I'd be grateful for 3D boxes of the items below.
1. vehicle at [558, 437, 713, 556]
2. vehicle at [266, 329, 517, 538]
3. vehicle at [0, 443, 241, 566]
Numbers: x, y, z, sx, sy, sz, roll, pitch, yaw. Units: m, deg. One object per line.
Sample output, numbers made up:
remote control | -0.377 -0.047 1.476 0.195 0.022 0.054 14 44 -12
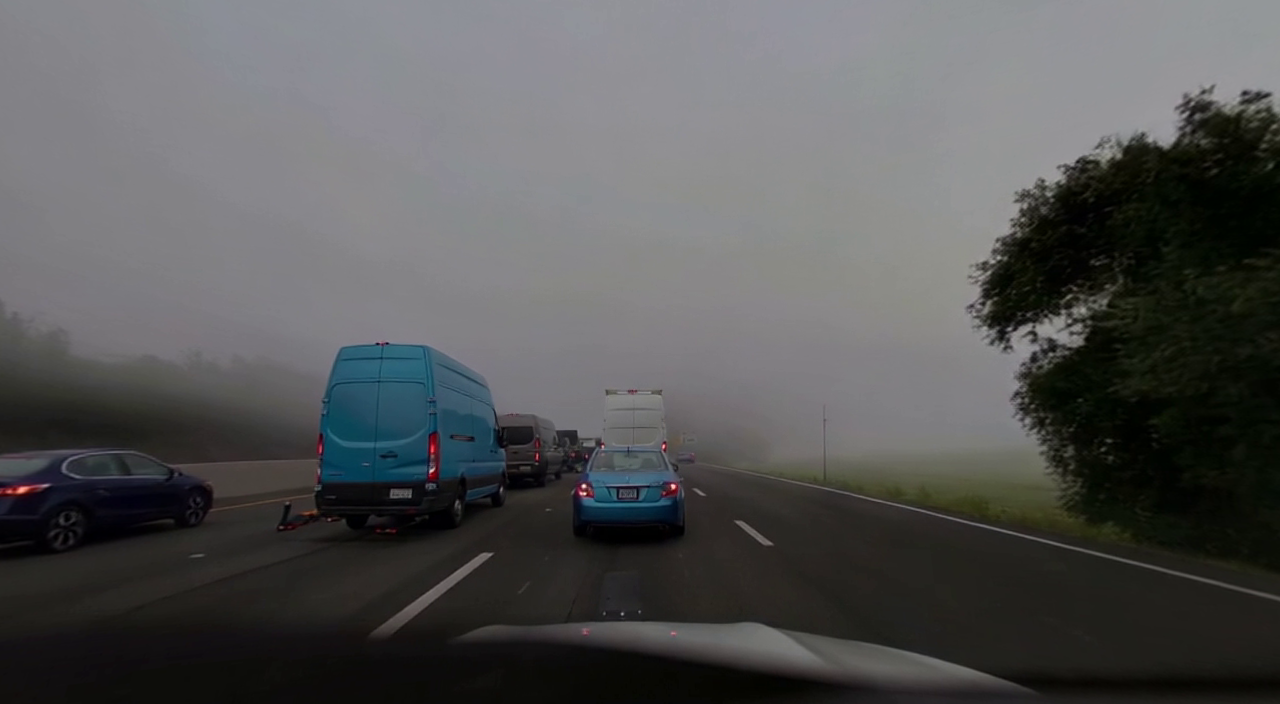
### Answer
vehicle | -0.091 2.127 9.862 1.995 1.495 3.380 0 -9 -1
vehicle | -4.069 1.610 12.120 2.254 2.879 6.656 0 -9 -2
vehicle | -8.832 2.251 10.123 1.899 1.503 4.466 -1 -9 1
